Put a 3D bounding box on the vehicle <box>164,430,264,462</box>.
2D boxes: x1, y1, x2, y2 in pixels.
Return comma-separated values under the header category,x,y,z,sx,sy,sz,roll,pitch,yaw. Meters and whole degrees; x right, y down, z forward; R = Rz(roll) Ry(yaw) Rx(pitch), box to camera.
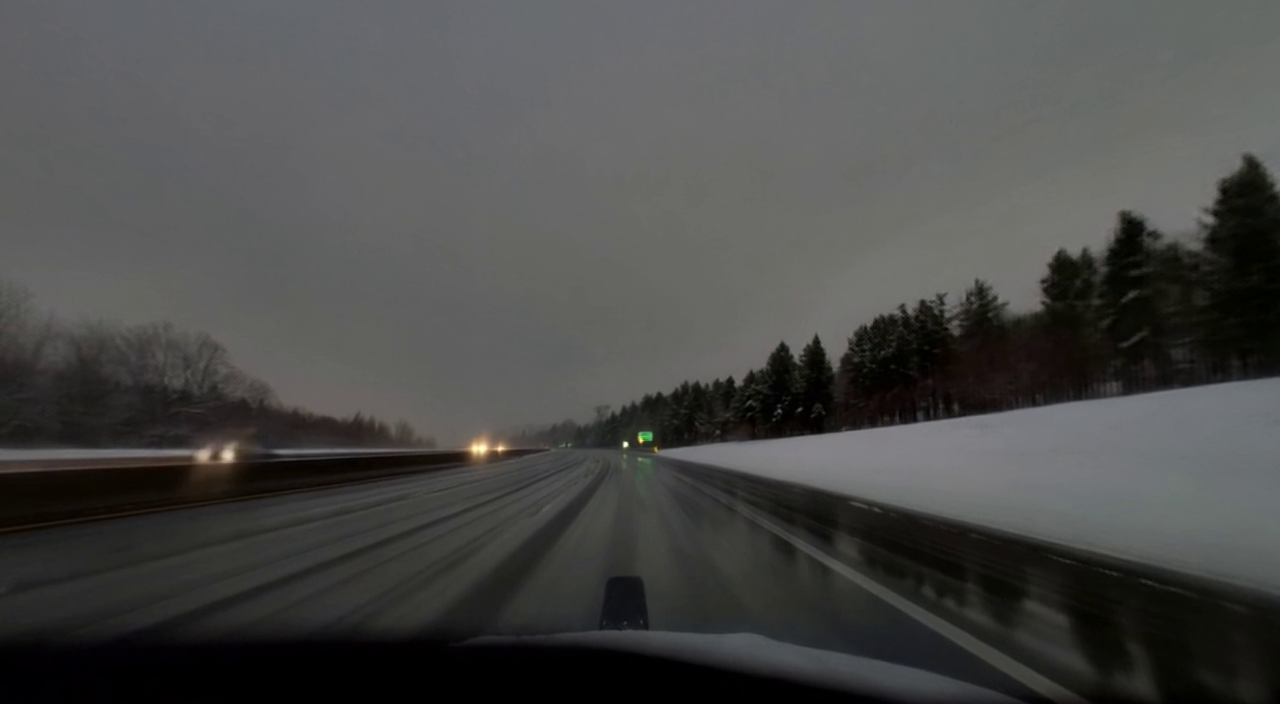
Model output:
category,x,y,z,sx,sy,sz,roll,pitch,yaw
vehicle,-21.988,4.893,32.663,2.081,1.569,4.506,0,-9,-1
